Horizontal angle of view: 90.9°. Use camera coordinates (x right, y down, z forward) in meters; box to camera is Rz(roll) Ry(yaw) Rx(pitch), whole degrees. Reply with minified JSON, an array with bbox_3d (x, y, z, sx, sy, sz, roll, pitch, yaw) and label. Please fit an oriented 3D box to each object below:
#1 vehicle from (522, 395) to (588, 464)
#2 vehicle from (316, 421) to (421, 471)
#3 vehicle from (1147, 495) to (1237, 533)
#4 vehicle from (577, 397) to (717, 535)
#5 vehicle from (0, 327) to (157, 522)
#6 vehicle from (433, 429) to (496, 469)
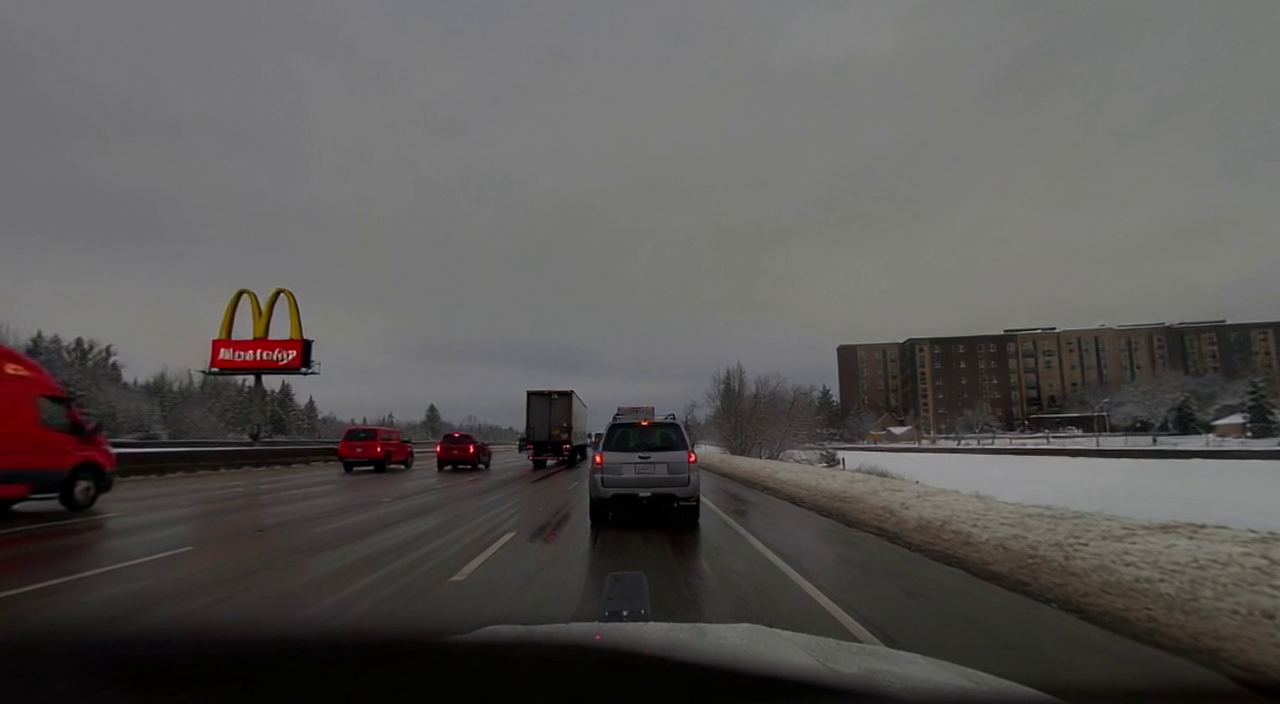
[{"bbox_3d":[-4.644,4.561,36.252,2.814,3.513,8.529,0,-9,-1],"label":"vehicle"},{"bbox_3d":[-12.038,4.260,28.575,2.240,1.995,5.854,0,-9,-1],"label":"vehicle"},{"bbox_3d":[32.481,9.499,37.211,1.588,1.418,3.744,8,-6,-14],"label":"vehicle"},{"bbox_3d":[0.036,1.886,10.858,1.947,1.910,4.040,0,-9,-2],"label":"vehicle"},{"bbox_3d":[-11.331,1.024,9.163,2.375,3.041,7.638,0,-8,1],"label":"vehicle"},{"bbox_3d":[-8.097,4.542,29.525,1.854,1.740,4.151,0,-9,-1],"label":"vehicle"}]
